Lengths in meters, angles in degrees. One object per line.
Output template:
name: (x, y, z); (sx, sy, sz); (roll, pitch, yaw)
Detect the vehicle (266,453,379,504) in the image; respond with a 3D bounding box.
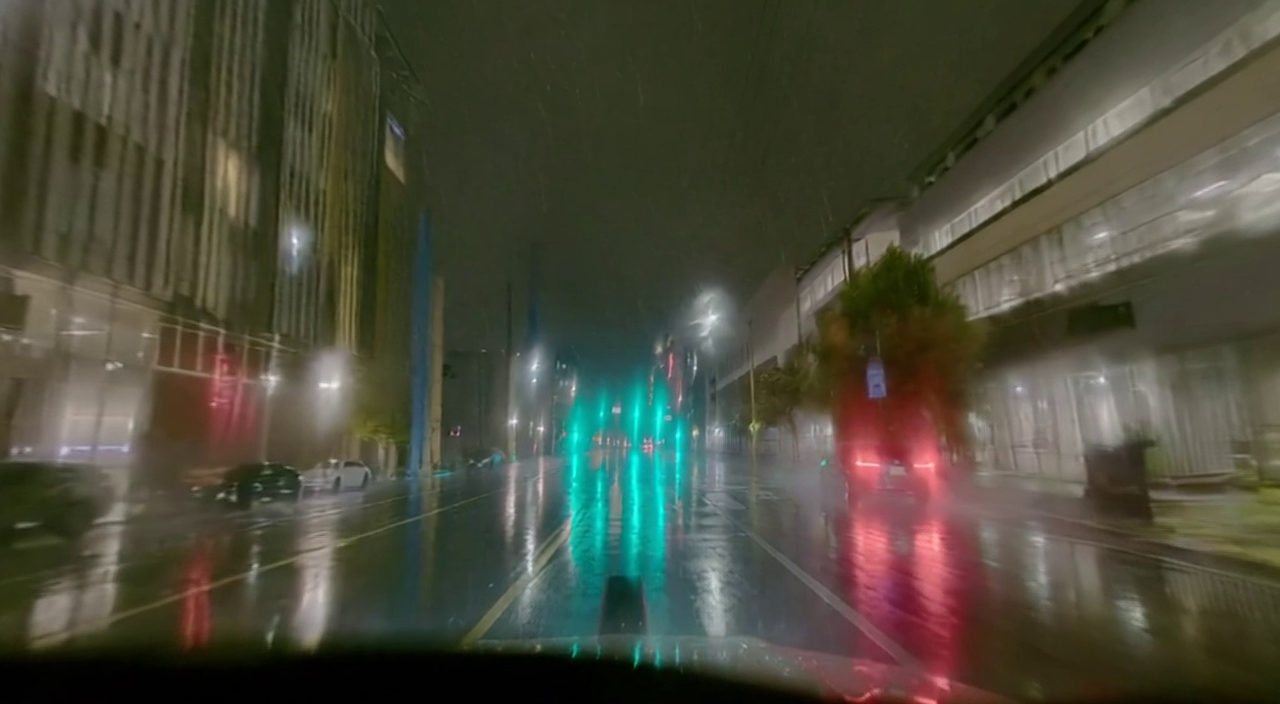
vehicle: (-11.935, 4.734, 23.995); (1.902, 1.525, 4.821); (-4, -8, -1)

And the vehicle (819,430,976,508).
vehicle: (6.669, 3.078, 17.133); (2.078, 1.766, 5.474); (-1, -8, 2)

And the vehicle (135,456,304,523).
vehicle: (-11.867, 3.867, 18.191); (1.876, 1.502, 4.506); (-3, -9, -1)

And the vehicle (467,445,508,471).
vehicle: (-11.874, 8.253, 49.109); (1.939, 1.783, 4.763); (-4, -8, 1)

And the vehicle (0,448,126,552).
vehicle: (-11.963, 2.656, 11.115); (1.979, 1.759, 4.435); (-4, -8, 0)
